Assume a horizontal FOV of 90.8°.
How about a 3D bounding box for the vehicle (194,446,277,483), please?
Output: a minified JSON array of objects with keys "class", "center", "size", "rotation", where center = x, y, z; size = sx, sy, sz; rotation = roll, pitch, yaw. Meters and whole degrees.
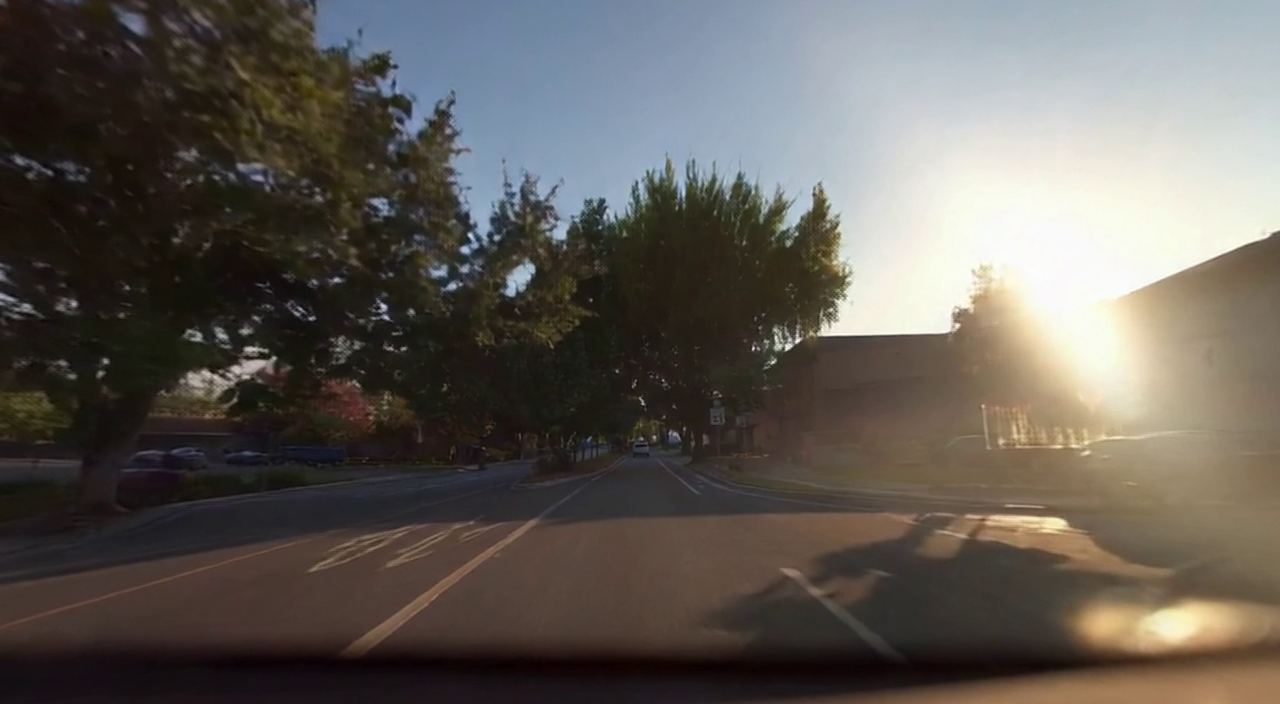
[{"class":"vehicle","center":[-17.489,4.843,27.541],"size":[2.061,1.475,4.357],"rotation":[3,-9,-20]}]
